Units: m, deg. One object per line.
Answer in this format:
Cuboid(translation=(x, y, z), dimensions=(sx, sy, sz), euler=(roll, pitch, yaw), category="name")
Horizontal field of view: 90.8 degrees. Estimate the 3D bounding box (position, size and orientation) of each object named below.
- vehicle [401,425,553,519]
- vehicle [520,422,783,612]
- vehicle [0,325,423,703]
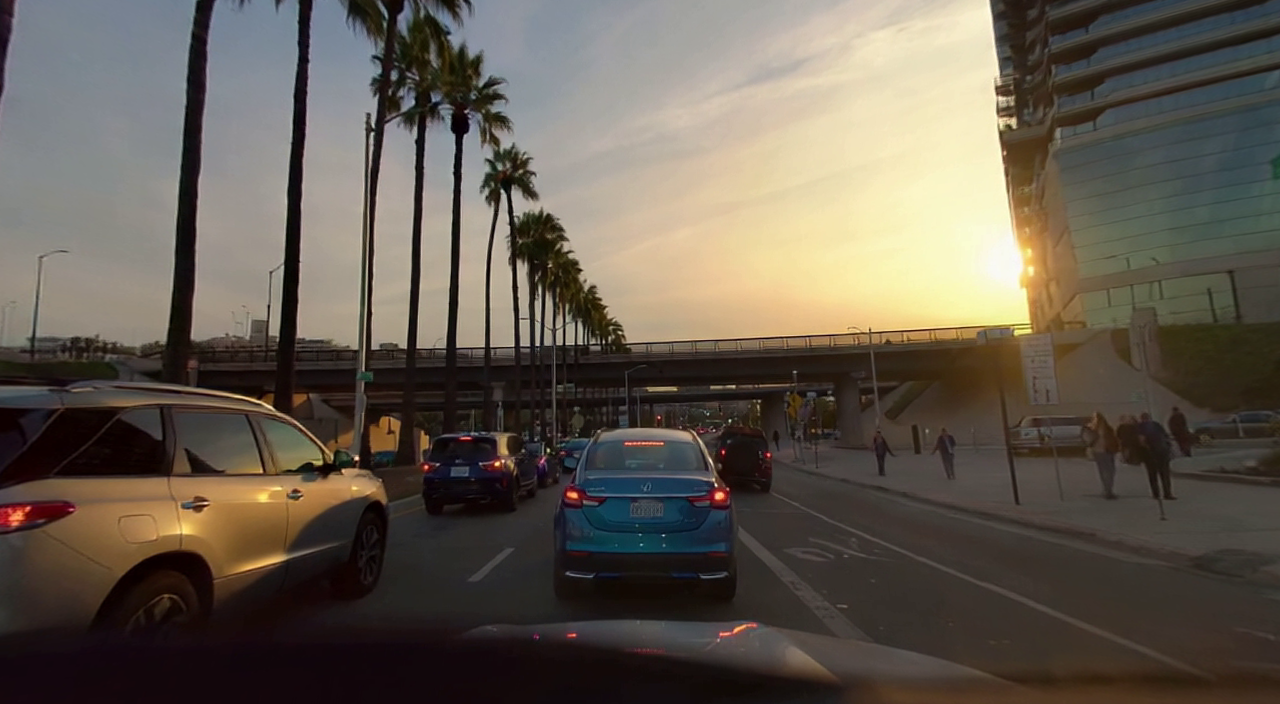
Cuboid(translation=(-3.174, 2.425, 13.244), dimensions=(1.955, 1.637, 4.032), euler=(0, -8, 2), category="vehicle")
Cuboid(translation=(0.072, 1.589, 7.036), dimensions=(2.036, 1.461, 4.129), euler=(0, -8, -1), category="vehicle")
Cuboid(translation=(-3.261, 1.075, 4.200), dimensions=(2.014, 1.740, 4.359), euler=(0, -8, 1), category="vehicle")
